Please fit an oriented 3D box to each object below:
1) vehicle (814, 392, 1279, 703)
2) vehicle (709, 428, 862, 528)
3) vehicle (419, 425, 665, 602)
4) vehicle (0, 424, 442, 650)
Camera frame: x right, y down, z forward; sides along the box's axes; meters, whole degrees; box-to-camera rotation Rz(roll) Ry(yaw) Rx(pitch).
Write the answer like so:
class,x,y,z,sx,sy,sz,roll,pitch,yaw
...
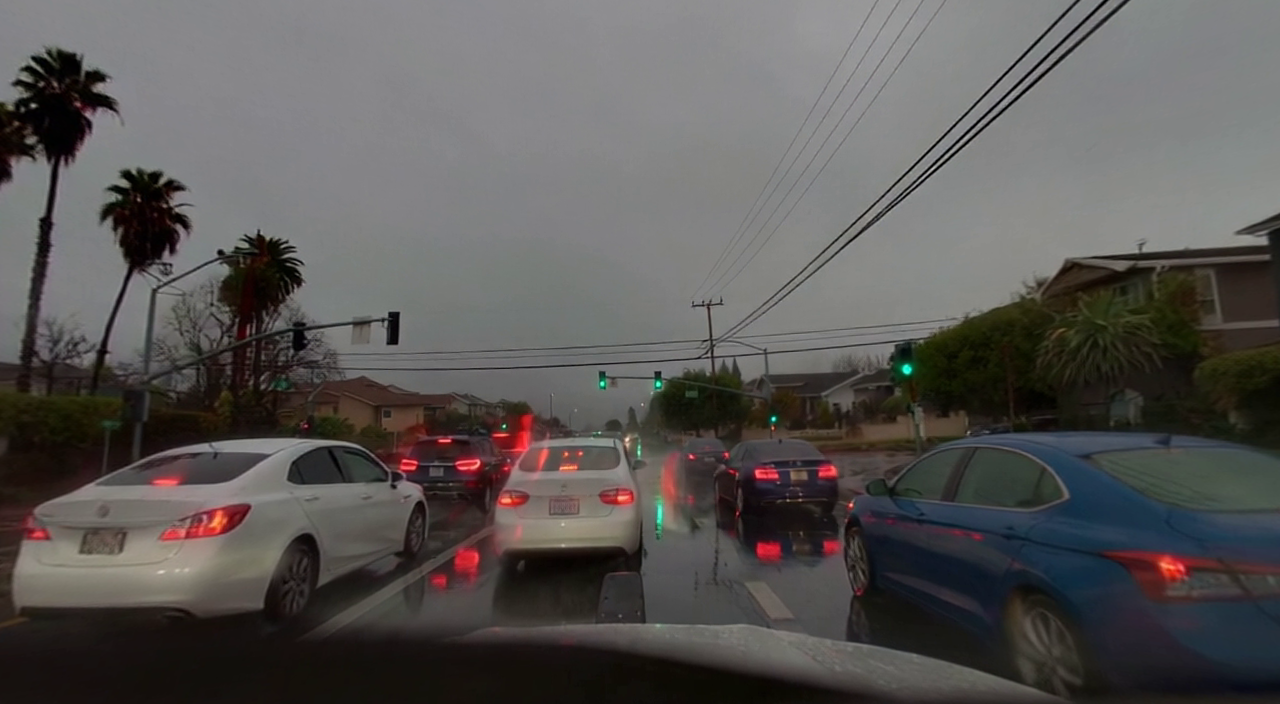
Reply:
class,x,y,z,sx,sy,sz,roll,pitch,yaw
vehicle,2.764,1.167,3.994,2.014,1.464,4.312,0,-9,-1
vehicle,2.613,2.374,12.499,1.956,1.615,4.205,0,-9,-1
vehicle,-0.903,1.674,7.413,2.104,1.500,3.815,0,-9,-2
vehicle,-3.681,1.560,6.499,2.058,1.474,4.473,0,-9,-3
